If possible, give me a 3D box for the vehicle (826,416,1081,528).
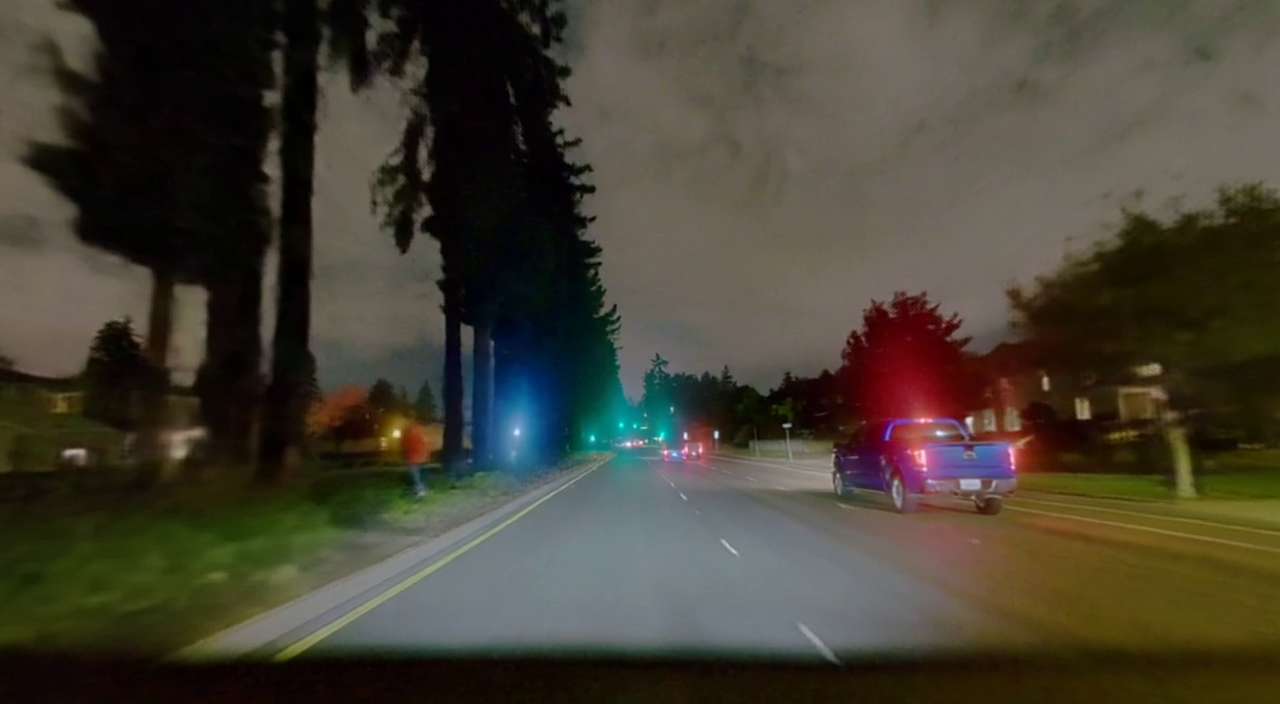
[{"bbox_3d":[5.877,2.332,12.997,2.262,1.769,5.666,0,-8,-1],"label":"vehicle"}]

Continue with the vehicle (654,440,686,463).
[{"bbox_3d":[2.246,7.508,47.828,2.061,1.632,4.222,1,-8,-2],"label":"vehicle"}]
